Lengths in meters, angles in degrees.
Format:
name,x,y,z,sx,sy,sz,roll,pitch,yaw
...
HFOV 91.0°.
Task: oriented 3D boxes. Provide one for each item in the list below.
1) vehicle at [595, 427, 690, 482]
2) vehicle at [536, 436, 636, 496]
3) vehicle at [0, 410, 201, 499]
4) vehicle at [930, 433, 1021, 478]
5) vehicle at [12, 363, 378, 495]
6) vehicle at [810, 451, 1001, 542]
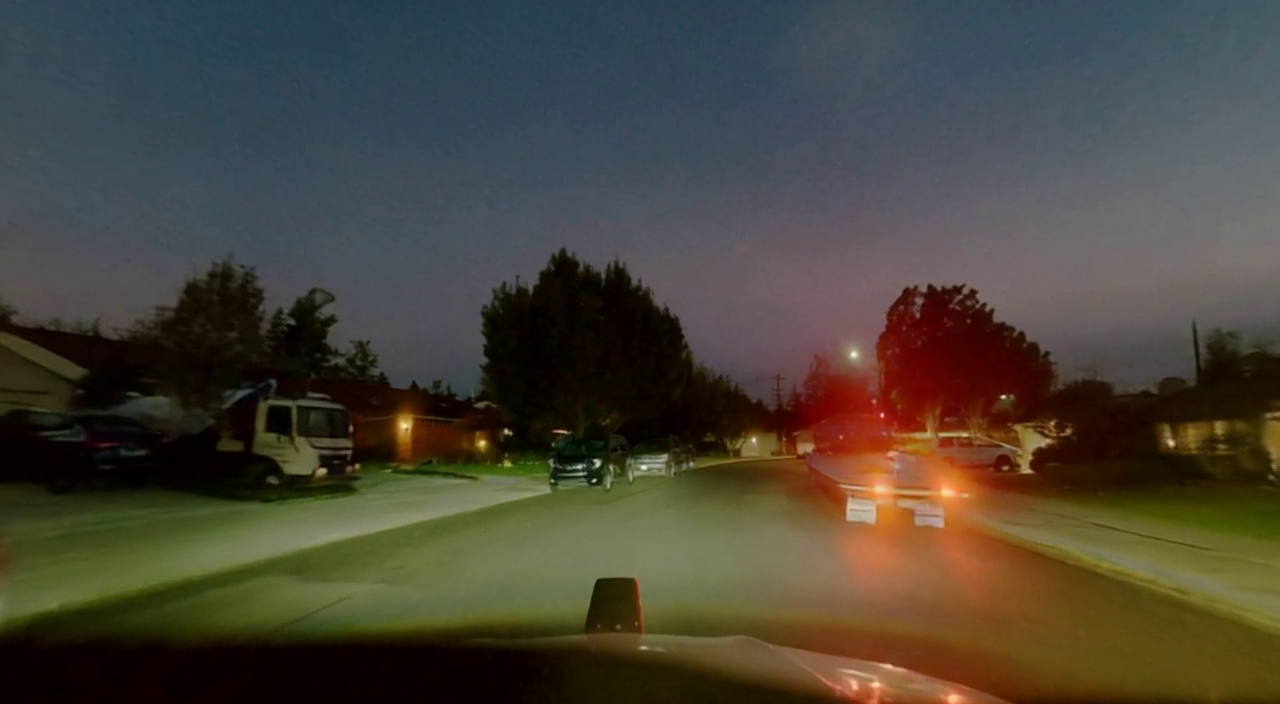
name,x,y,z,sx,sy,sz,roll,pitch,yaw
vehicle,0.303,4.717,29.141,2.632,2.249,6.179,-3,-9,17
vehicle,-1.631,3.722,20.929,2.052,1.745,4.737,-2,-9,11
vehicle,-12.553,2.235,13.874,4.360,1.746,2.079,-1,-9,9
vehicle,16.397,5.041,30.851,3.470,2.123,1.584,0,-8,1
vehicle,-11.513,2.102,16.760,7.767,3.105,2.858,-1,-9,6
vehicle,5.597,3.084,14.565,2.804,1.336,6.700,-1,-7,12
